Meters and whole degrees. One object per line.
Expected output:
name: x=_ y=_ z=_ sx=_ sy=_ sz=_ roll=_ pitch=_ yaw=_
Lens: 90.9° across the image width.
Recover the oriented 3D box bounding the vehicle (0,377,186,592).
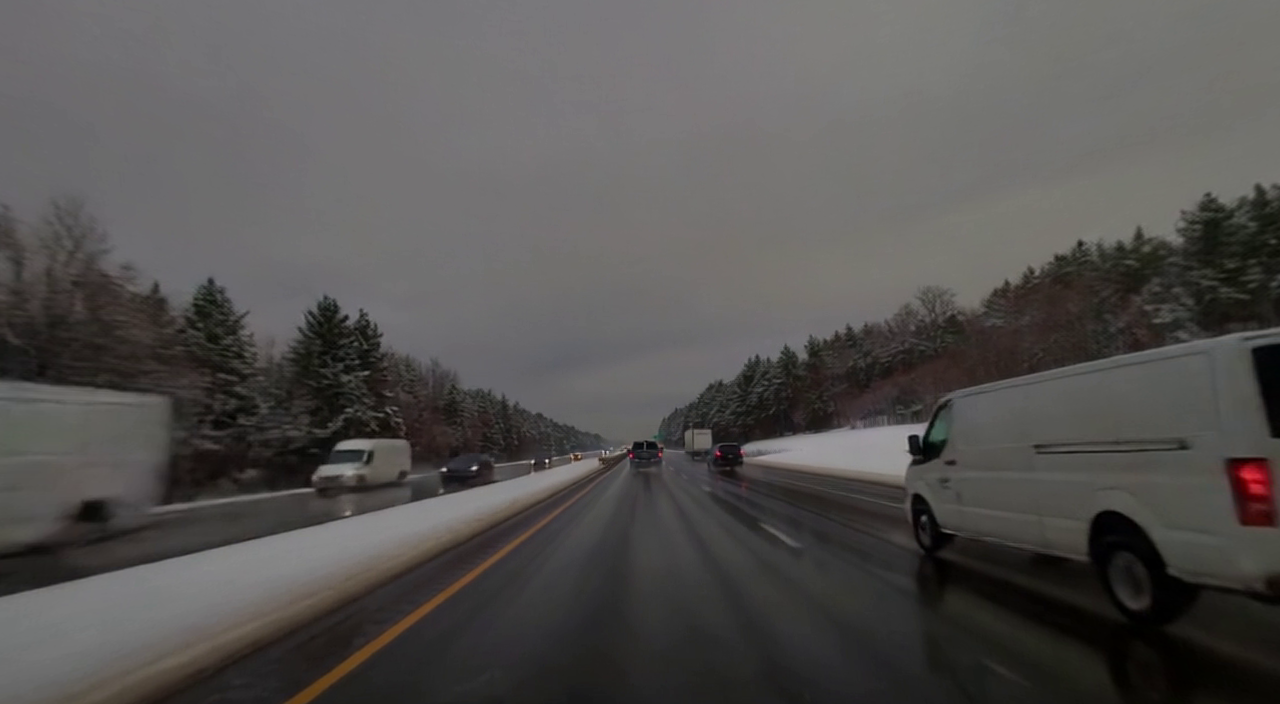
vehicle: x=-8.680 y=1.593 z=7.603 sx=2.171 sy=2.512 sz=5.597 roll=0 pitch=-9 yaw=0

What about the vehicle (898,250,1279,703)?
vehicle: x=4.171 y=0.948 z=4.891 sx=2.232 sy=2.290 sz=4.720 roll=0 pitch=-9 yaw=-1

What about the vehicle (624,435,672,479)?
vehicle: x=0.372 y=5.027 z=30.299 sx=2.143 sy=1.925 sz=4.101 roll=0 pitch=-9 yaw=0

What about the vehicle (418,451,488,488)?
vehicle: x=-8.530 y=5.363 z=29.146 sx=1.994 sy=1.555 sz=4.076 roll=0 pitch=-9 yaw=0

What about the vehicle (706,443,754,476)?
vehicle: x=4.572 y=5.509 z=32.463 sx=1.868 sy=1.566 sz=3.509 roll=0 pitch=-9 yaw=-2

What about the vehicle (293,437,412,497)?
vehicle: x=-12.937 y=5.186 z=29.048 sx=2.393 sy=2.423 sz=6.696 roll=0 pitch=-9 yaw=-1
